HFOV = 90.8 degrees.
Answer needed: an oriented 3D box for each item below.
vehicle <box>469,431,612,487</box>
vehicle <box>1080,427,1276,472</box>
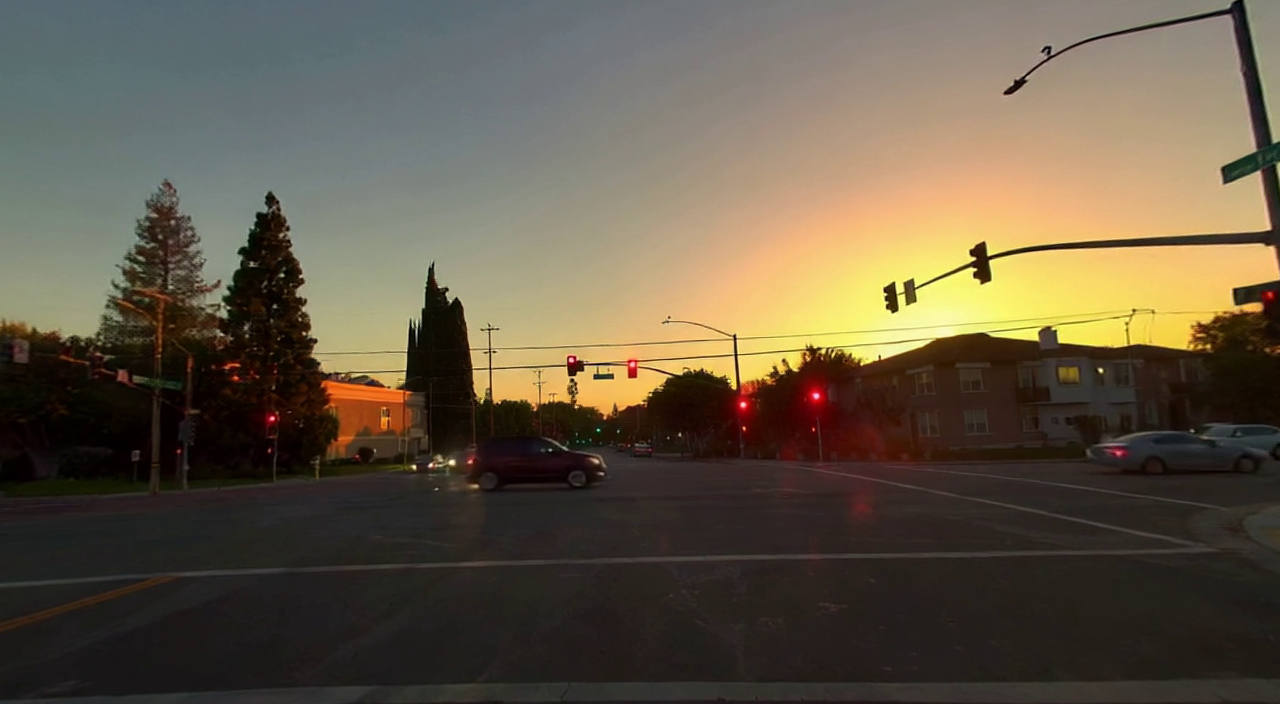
[{"bbox_3d":[-3.203,3.554,21.103,4.431,1.739,1.935,0,-9,0],"label":"vehicle"},{"bbox_3d":[18.280,3.333,21.659,4.823,1.449,2.017,0,-9,0],"label":"vehicle"}]
